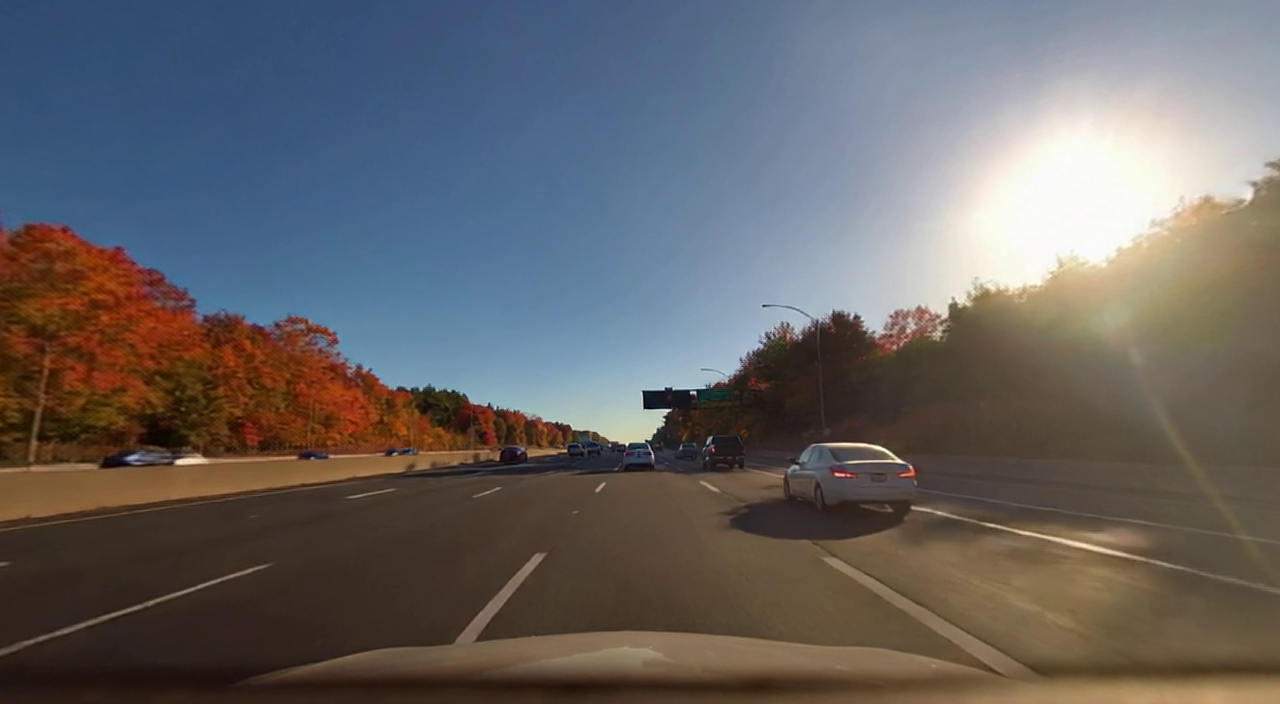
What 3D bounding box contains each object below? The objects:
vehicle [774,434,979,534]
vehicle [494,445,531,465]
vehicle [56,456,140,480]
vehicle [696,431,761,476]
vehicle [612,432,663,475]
[{"bbox_3d":[4.156,2.393,12.114,2.057,1.508,4.767,0,-9,0],"label":"vehicle"},{"bbox_3d":[-9.960,8.077,49.475,1.989,1.529,4.433,0,-9,1],"label":"vehicle"},{"bbox_3d":[-39.099,8.347,45.583,2.022,1.549,4.601,0,-9,0],"label":"vehicle"},{"bbox_3d":[4.268,5.018,31.413,2.388,1.998,5.749,0,-9,0],"label":"vehicle"},{"bbox_3d":[-0.095,5.068,31.565,2.372,1.957,5.121,0,-9,0],"label":"vehicle"}]
